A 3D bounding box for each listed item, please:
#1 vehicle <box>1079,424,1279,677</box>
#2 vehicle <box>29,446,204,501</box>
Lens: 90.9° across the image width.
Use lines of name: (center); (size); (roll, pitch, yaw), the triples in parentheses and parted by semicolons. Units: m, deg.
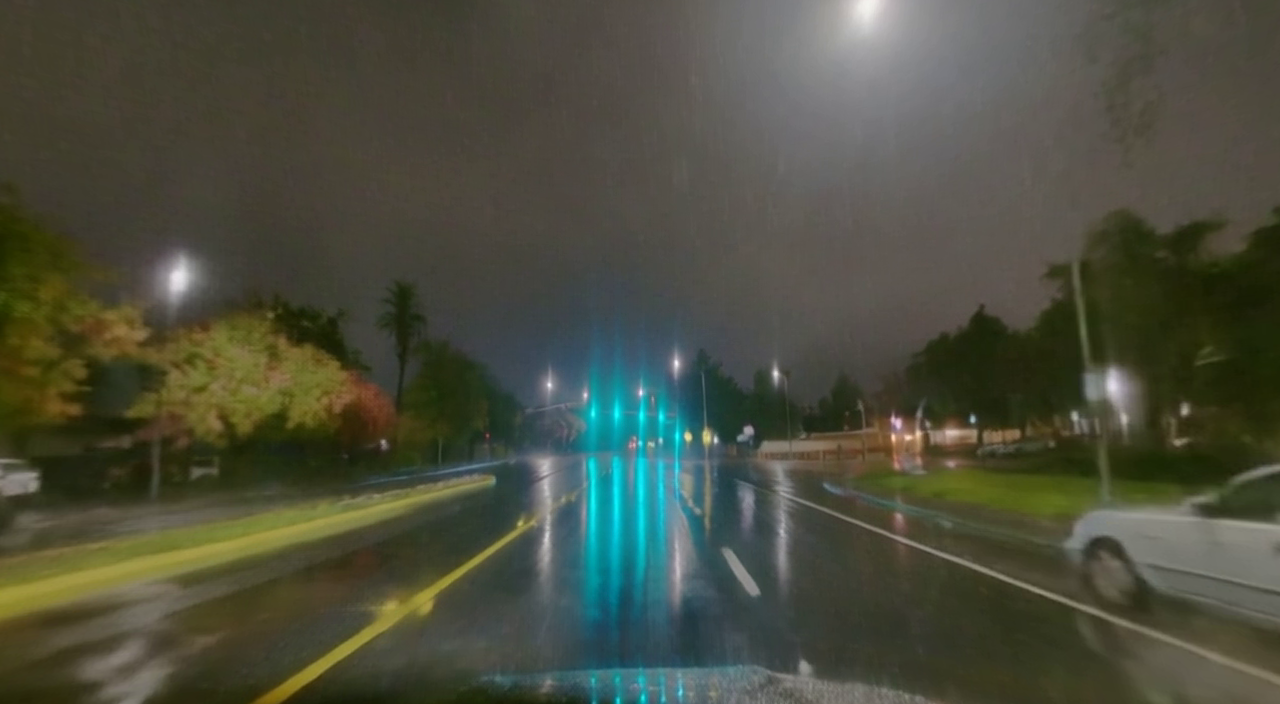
vehicle: (4.839, 1.141, 3.352); (1.915, 1.521, 4.375); (0, -8, 1)
vehicle: (-20.720, 4.792, 25.130); (5.039, 2.037, 2.093); (-1, -8, 1)
